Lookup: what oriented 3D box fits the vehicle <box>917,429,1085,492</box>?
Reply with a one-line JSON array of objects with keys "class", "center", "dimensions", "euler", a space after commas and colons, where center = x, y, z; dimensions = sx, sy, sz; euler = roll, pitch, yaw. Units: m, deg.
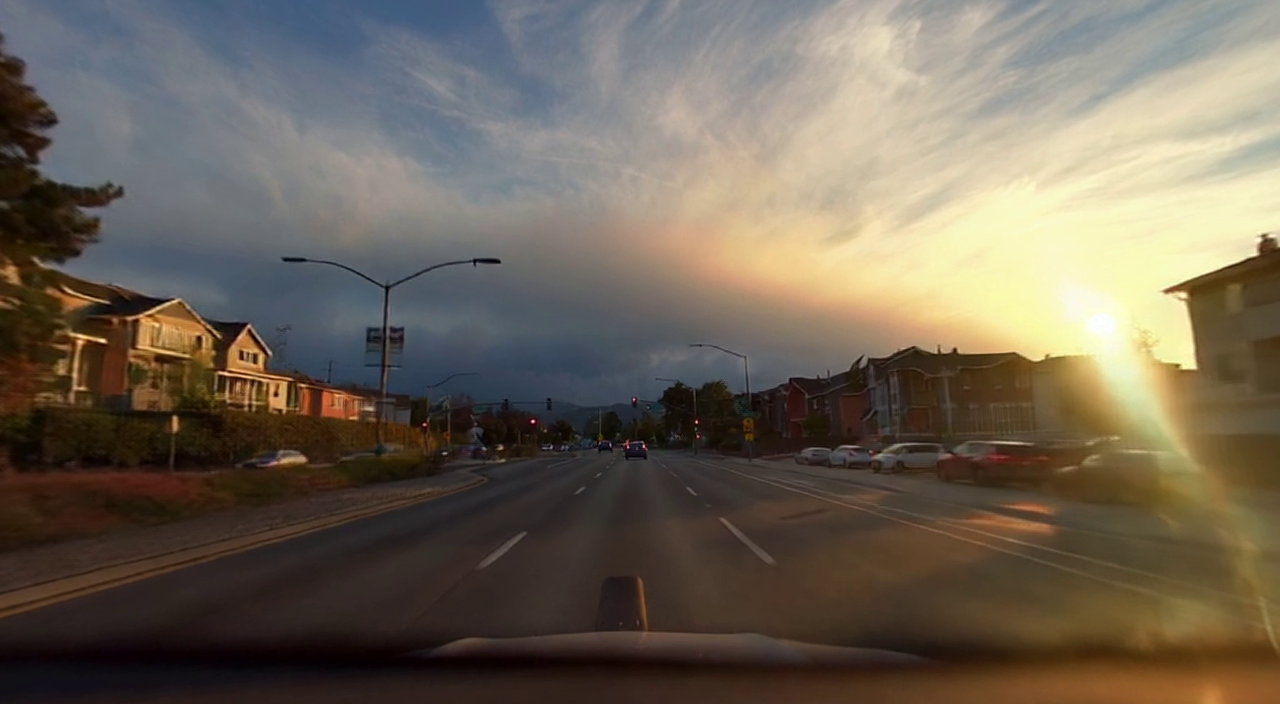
[{"class": "vehicle", "center": [12.621, 3.908, 22.825], "dimensions": [2.386, 1.919, 6.109], "euler": [-1, -10, -1]}]

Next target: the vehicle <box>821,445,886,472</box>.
[{"class": "vehicle", "center": [12.413, 6.192, 37.043], "dimensions": [2.128, 1.467, 4.987], "euler": [0, -9, 1]}]

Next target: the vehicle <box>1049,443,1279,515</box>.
[{"class": "vehicle", "center": [12.408, 3.008, 15.376], "dimensions": [1.836, 1.448, 4.624], "euler": [-1, -10, 1]}]

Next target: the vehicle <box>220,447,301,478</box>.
[{"class": "vehicle", "center": [-19.492, 5.658, 32.617], "dimensions": [1.784, 1.485, 3.829], "euler": [0, -8, 0]}]

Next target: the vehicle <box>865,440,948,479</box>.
[{"class": "vehicle", "center": [12.603, 5.082, 30.207], "dimensions": [1.976, 1.706, 4.354], "euler": [0, -9, 0]}]

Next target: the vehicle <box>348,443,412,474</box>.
[{"class": "vehicle", "center": [-15.079, 6.176, 36.921], "dimensions": [1.857, 1.656, 4.514], "euler": [0, -9, 0]}]
